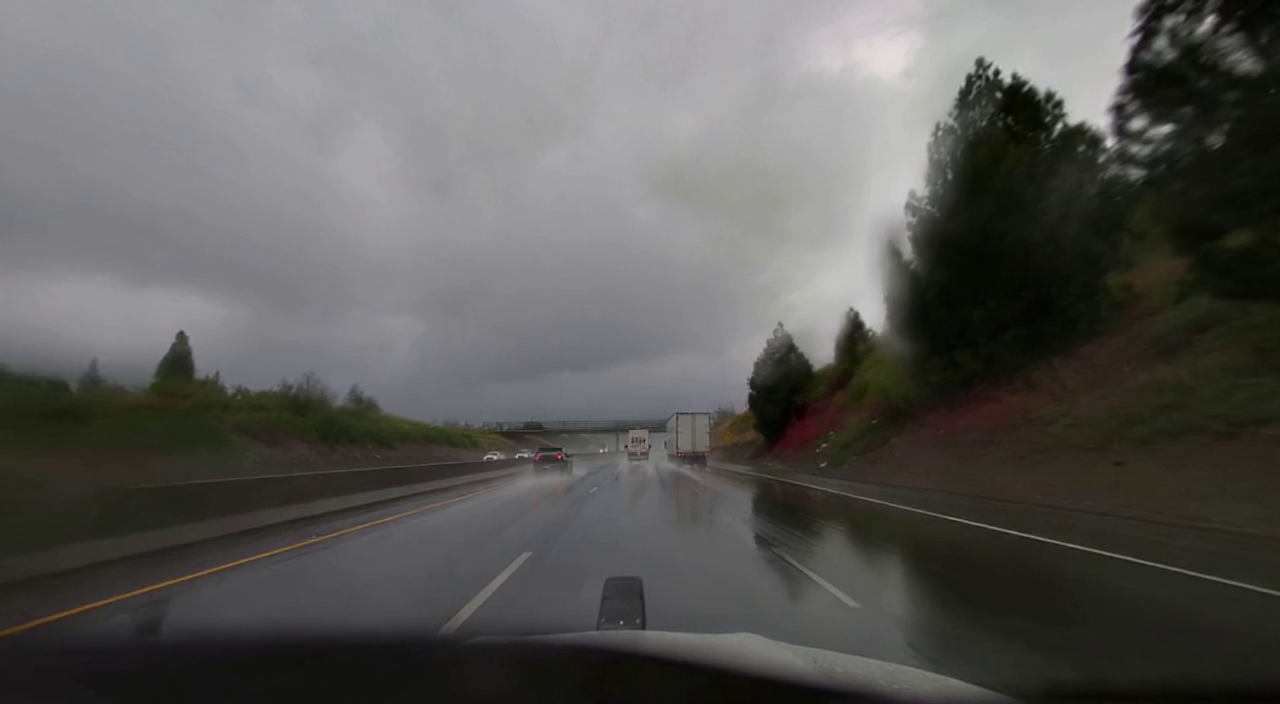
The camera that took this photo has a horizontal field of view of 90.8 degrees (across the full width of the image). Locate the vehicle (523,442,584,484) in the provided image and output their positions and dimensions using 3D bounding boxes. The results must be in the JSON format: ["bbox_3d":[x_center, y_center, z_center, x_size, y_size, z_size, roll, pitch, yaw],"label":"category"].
[{"bbox_3d":[-3.567,4.678,26.792,2.007,1.647,3.854,0,-9,1],"label":"vehicle"}]

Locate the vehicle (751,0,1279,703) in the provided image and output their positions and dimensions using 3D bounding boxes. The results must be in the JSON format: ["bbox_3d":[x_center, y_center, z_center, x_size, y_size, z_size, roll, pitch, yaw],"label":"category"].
[{"bbox_3d":[3.947,0.044,4.019,3.031,3.826,17.142,0,-9,-1],"label":"vehicle"}]
